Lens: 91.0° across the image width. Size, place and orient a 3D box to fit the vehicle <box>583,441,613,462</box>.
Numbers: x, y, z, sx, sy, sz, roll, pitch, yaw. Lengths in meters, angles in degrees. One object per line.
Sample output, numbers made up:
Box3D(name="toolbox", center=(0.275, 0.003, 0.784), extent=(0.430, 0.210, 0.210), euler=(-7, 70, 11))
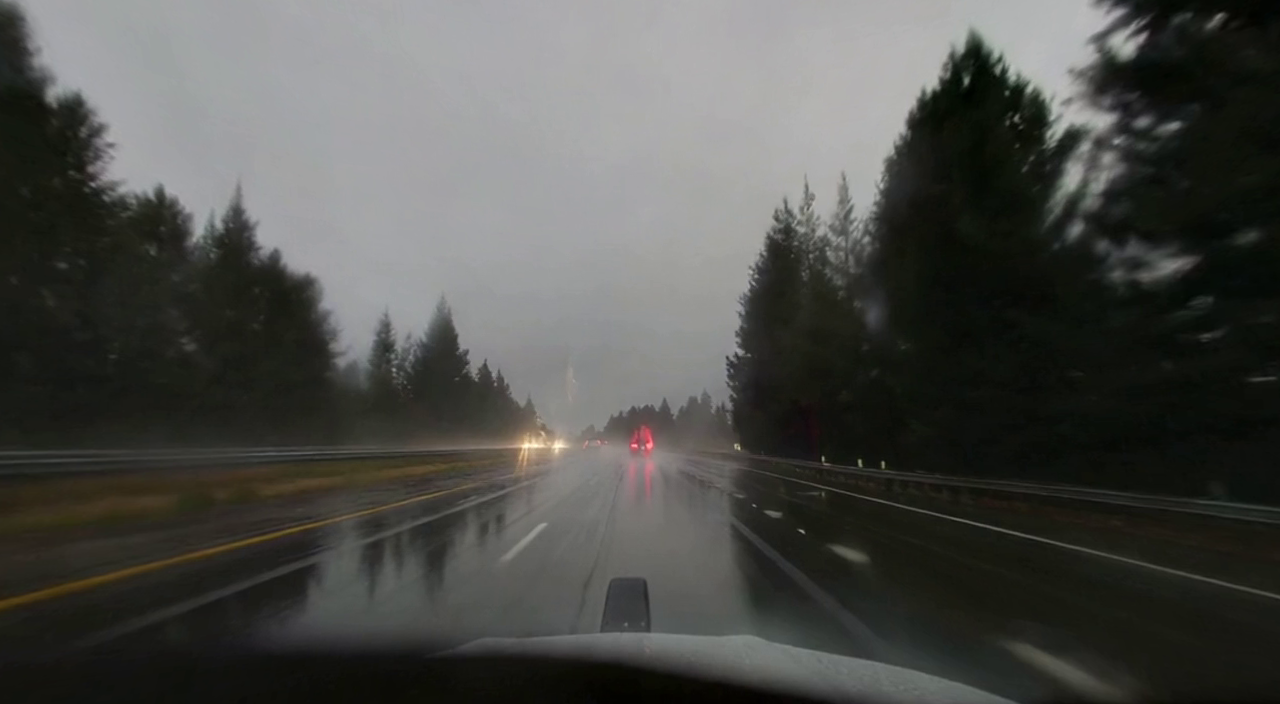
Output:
Box3D(name="vehicle", center=(-3.141, 7.509, 47.425), extent=(2.057, 1.514, 3.845), euler=(0, -8, -1))
